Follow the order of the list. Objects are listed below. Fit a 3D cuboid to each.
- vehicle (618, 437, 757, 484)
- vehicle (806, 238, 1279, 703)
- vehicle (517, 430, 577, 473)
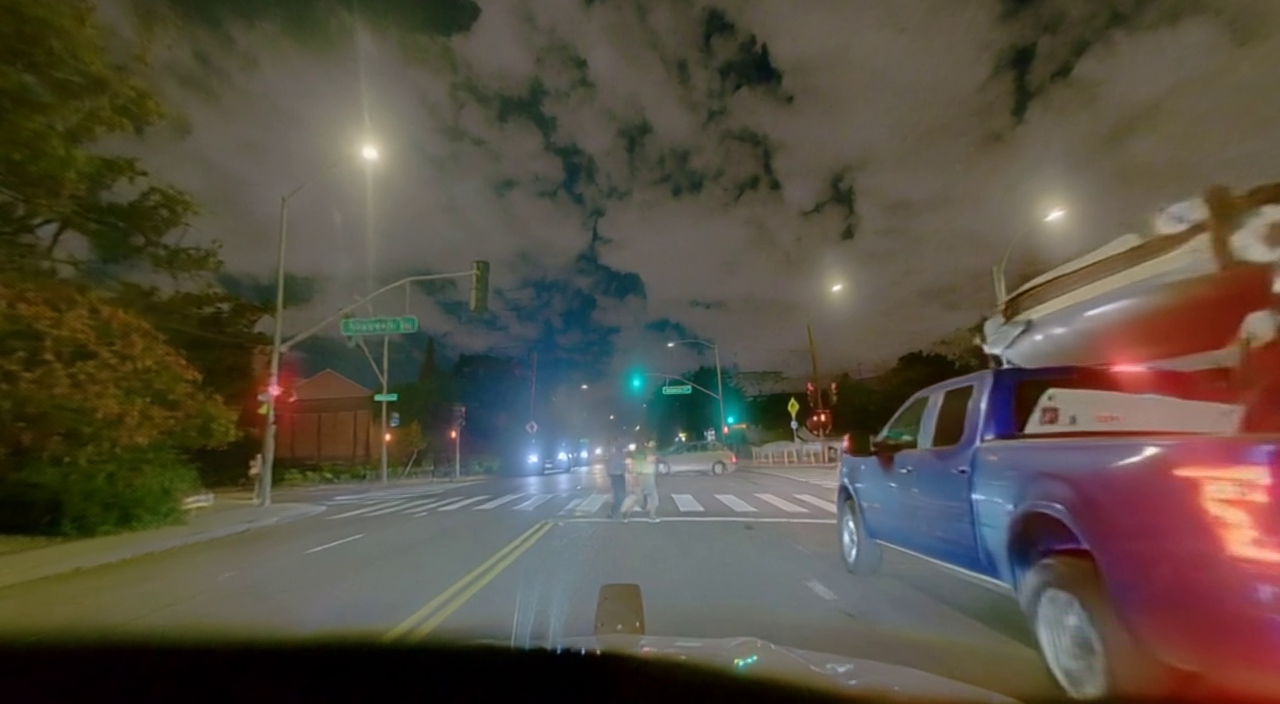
[{"bbox_3d":[1.755,4.031,23.800,4.771,1.630,1.979,3,-9,-18],"label":"vehicle"},{"bbox_3d":[3.069,1.045,4.564,2.177,2.015,5.463,0,-9,-1],"label":"vehicle"},{"bbox_3d":[-5.970,6.571,41.722,2.896,2.560,7.322,0,-9,0],"label":"vehicle"}]
